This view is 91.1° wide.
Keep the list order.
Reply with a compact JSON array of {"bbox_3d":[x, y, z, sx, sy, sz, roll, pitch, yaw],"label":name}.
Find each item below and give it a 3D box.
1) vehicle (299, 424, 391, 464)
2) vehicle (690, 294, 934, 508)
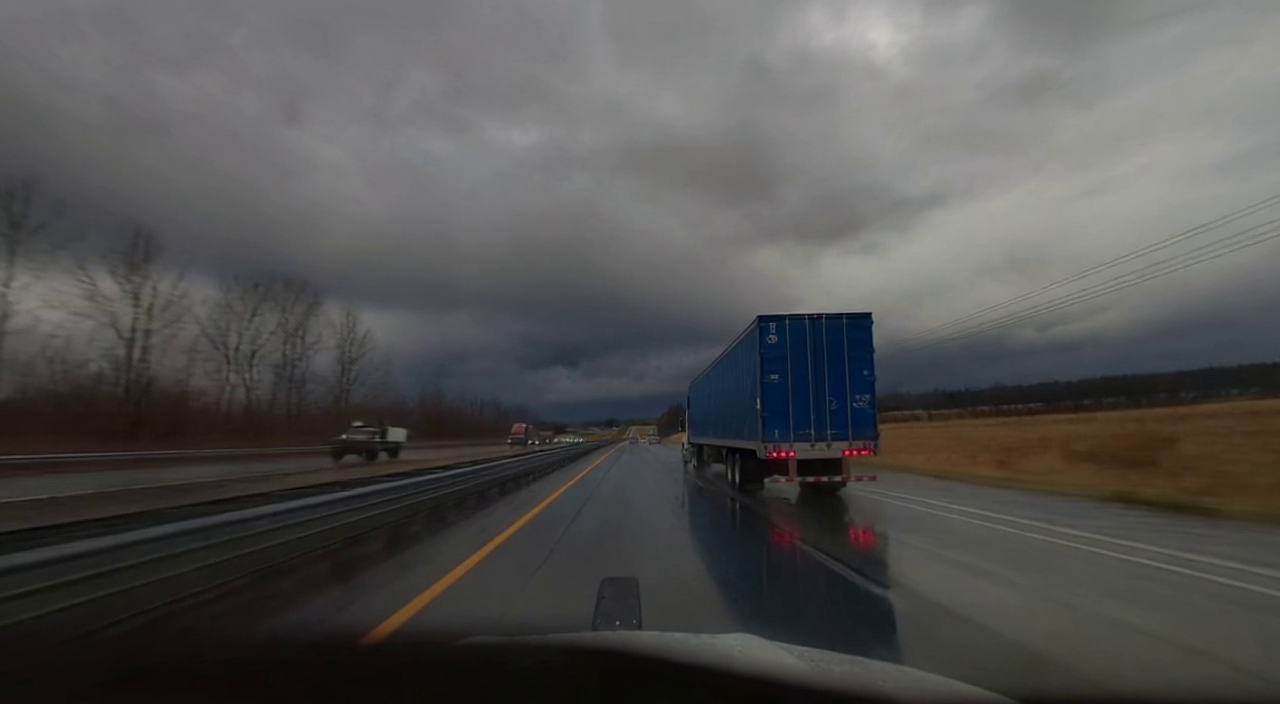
[{"bbox_3d":[-12.580,3.948,27.129,1.881,1.571,4.245,0,-8,0],"label":"vehicle"},{"bbox_3d":[4.072,2.086,21.100,3.203,4.273,17.131,0,-8,-1],"label":"vehicle"}]
